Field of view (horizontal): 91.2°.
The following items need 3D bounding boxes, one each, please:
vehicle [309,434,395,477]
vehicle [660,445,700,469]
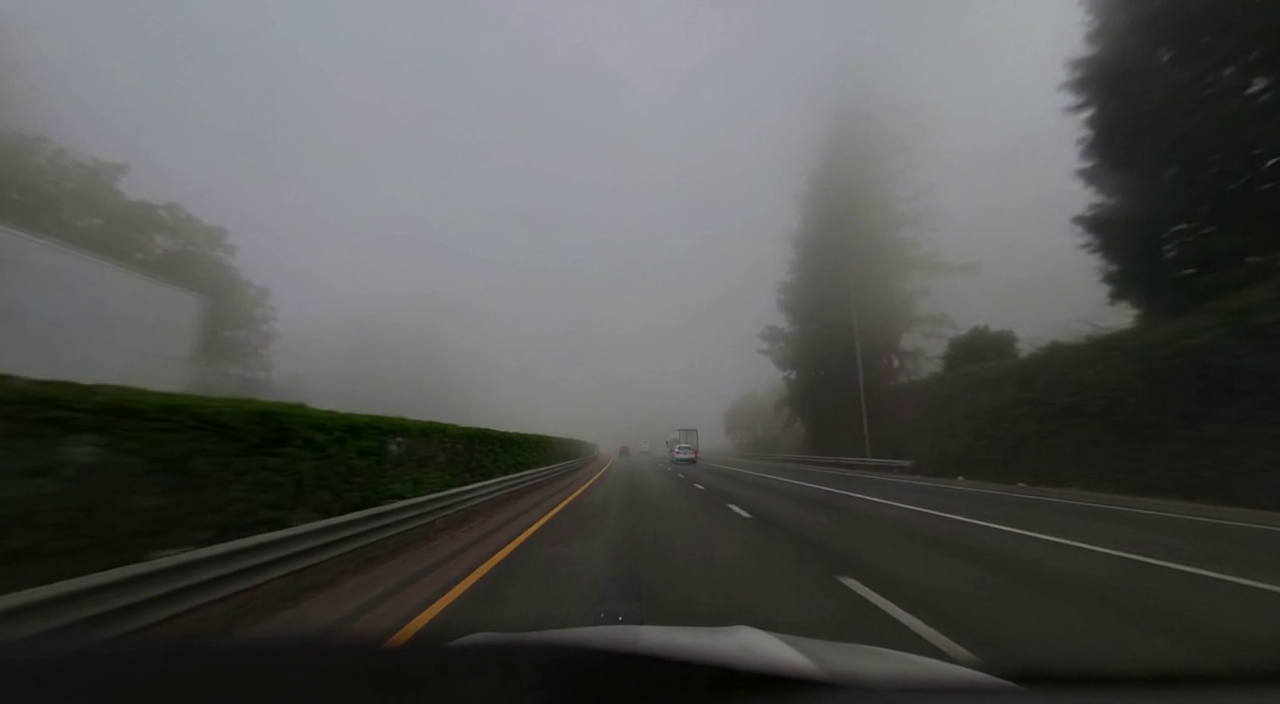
[{"bbox_3d":[-14.281,5.158,31.444,2.063,1.946,4.820,0,-9,0],"label":"vehicle"},{"bbox_3d":[2.649,7.016,42.153,2.244,1.498,4.338,0,-9,-2],"label":"vehicle"}]
